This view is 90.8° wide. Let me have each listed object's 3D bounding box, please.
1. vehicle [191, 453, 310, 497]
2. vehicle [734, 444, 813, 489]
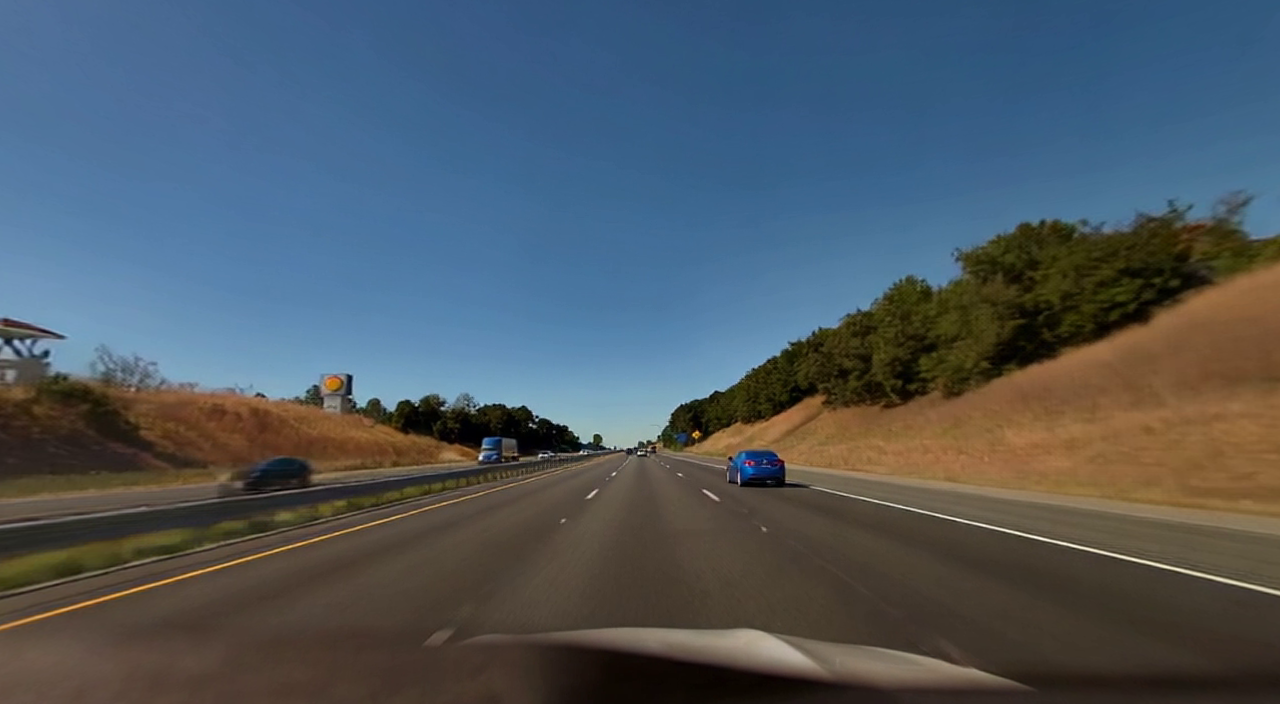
[{"bbox_3d":[-15.252,4.806,25.041,1.873,1.539,4.379,0,-9,0],"label":"vehicle"},{"bbox_3d":[4.812,4.170,23.268,1.967,1.472,3.751,0,-9,-2],"label":"vehicle"}]
